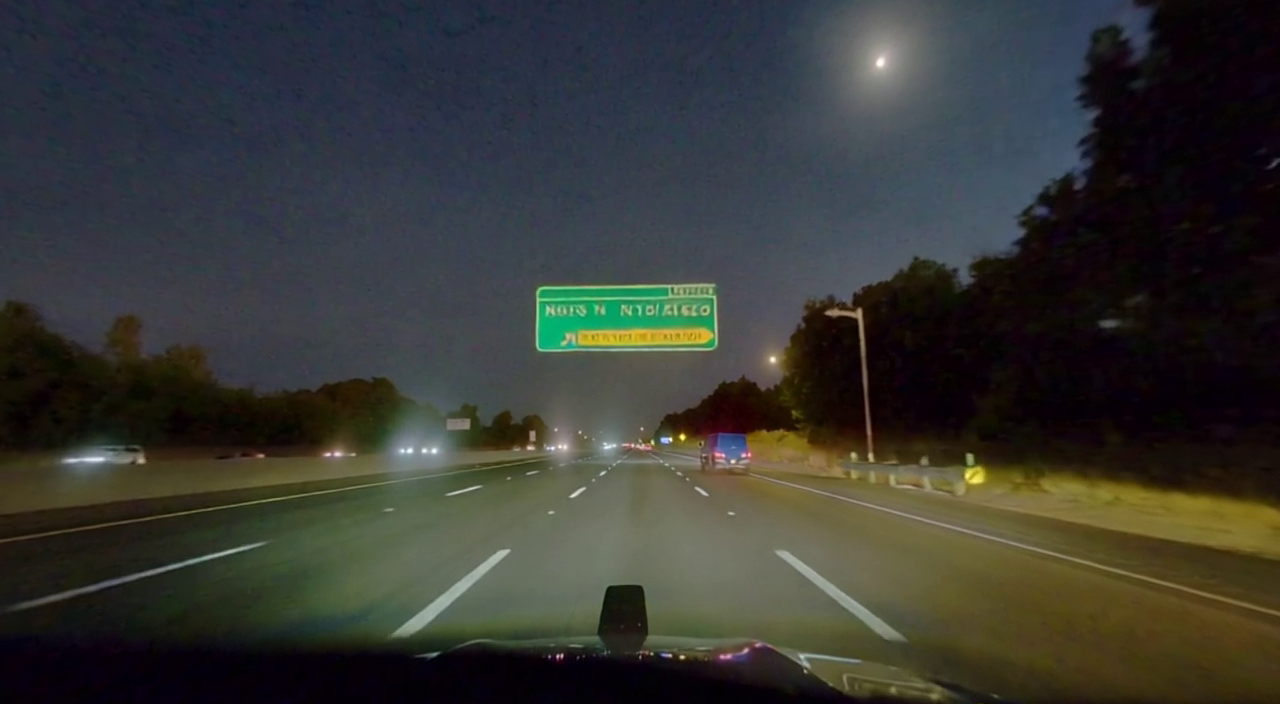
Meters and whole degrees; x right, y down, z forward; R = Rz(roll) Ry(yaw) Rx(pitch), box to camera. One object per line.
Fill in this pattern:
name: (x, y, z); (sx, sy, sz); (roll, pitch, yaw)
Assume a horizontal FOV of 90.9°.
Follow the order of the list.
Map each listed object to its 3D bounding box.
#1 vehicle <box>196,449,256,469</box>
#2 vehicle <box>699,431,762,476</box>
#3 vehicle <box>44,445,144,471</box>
vehicle: (-32.638, 8.402, 49.823); (1.837, 1.432, 4.253); (0, -8, 0)
vehicle: (4.221, 4.806, 30.151); (2.172, 1.930, 4.879); (0, -8, -1)
vehicle: (-39.720, 7.693, 46.098); (2.139, 1.695, 5.697); (-1, -8, 1)
